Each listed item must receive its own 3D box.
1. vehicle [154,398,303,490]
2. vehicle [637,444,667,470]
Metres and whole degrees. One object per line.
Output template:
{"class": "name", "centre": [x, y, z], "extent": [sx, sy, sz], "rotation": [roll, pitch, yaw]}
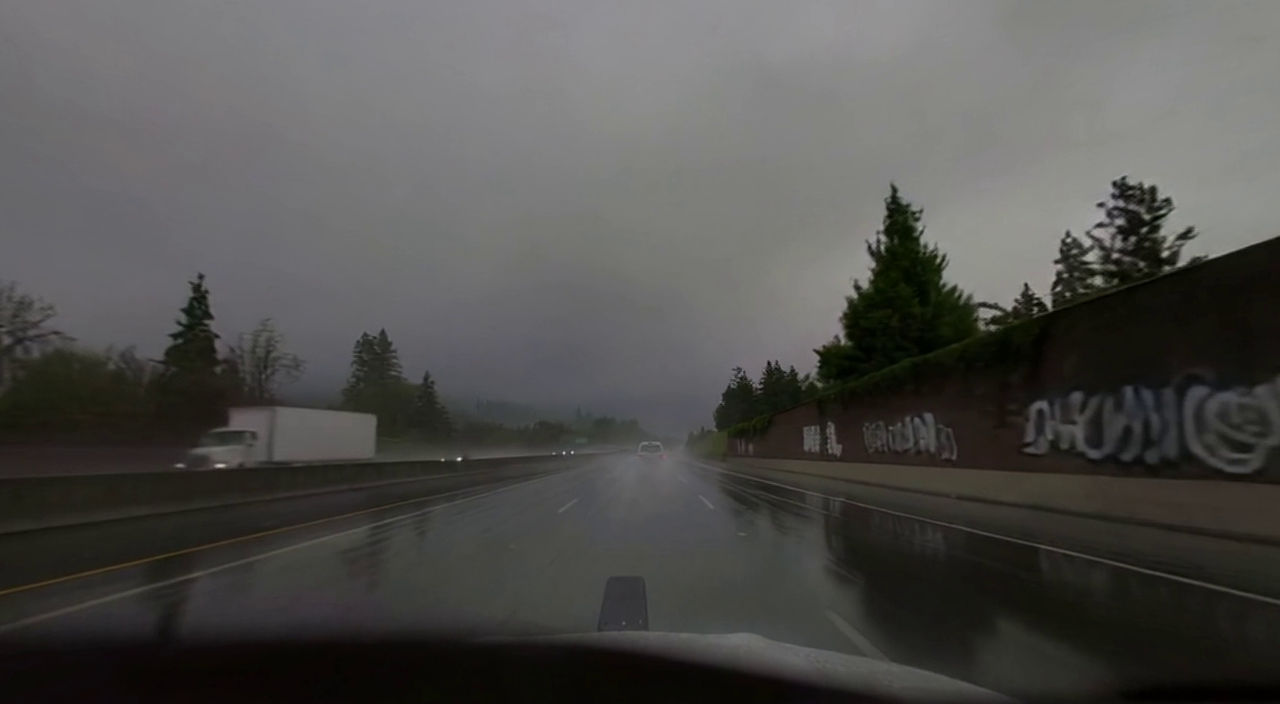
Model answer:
{"class": "vehicle", "centre": [-19.397, 4.378, 30.240], "extent": [2.964, 3.952, 5.786], "rotation": [0, -8, 1]}
{"class": "vehicle", "centre": [0.926, 8.230, 49.547], "extent": [2.279, 1.934, 4.268], "rotation": [0, -9, 0]}
